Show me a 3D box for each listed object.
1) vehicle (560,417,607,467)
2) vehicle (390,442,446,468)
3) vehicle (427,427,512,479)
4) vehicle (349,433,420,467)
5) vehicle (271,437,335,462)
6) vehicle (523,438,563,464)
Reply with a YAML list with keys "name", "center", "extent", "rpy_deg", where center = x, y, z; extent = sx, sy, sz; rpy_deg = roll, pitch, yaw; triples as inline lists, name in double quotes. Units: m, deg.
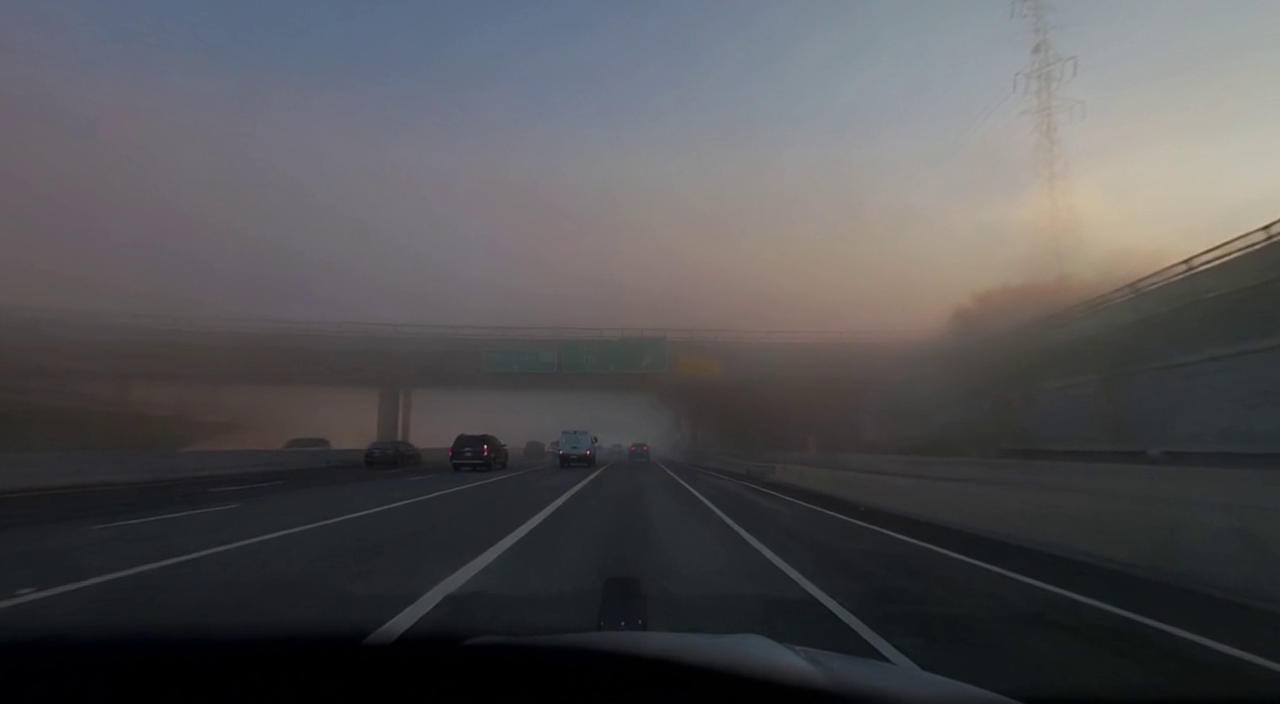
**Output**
- name: "vehicle"
  center: [-3.382, 5.655, 39.169]
  extent: [2.301, 2.843, 6.458]
  rpy_deg: [0, -9, 0]
- name: "vehicle"
  center: [-13.583, 6.297, 38.643]
  extent: [1.899, 1.485, 4.368]
  rpy_deg: [0, -9, 0]
- name: "vehicle"
  center: [-6.985, 4.209, 26.280]
  extent: [2.179, 1.948, 4.618]
  rpy_deg: [0, -9, 1]
- name: "vehicle"
  center: [-17.175, 6.616, 42.572]
  extent: [2.258, 2.139, 5.495]
  rpy_deg: [0, -9, 2]
- name: "vehicle"
  center: [-22.522, 6.543, 42.167]
  extent: [1.859, 1.541, 4.331]
  rpy_deg: [0, -9, 0]
- name: "vehicle"
  center: [-6.991, 7.171, 45.608]
  extent: [2.109, 1.784, 4.709]
  rpy_deg: [0, -9, 0]
